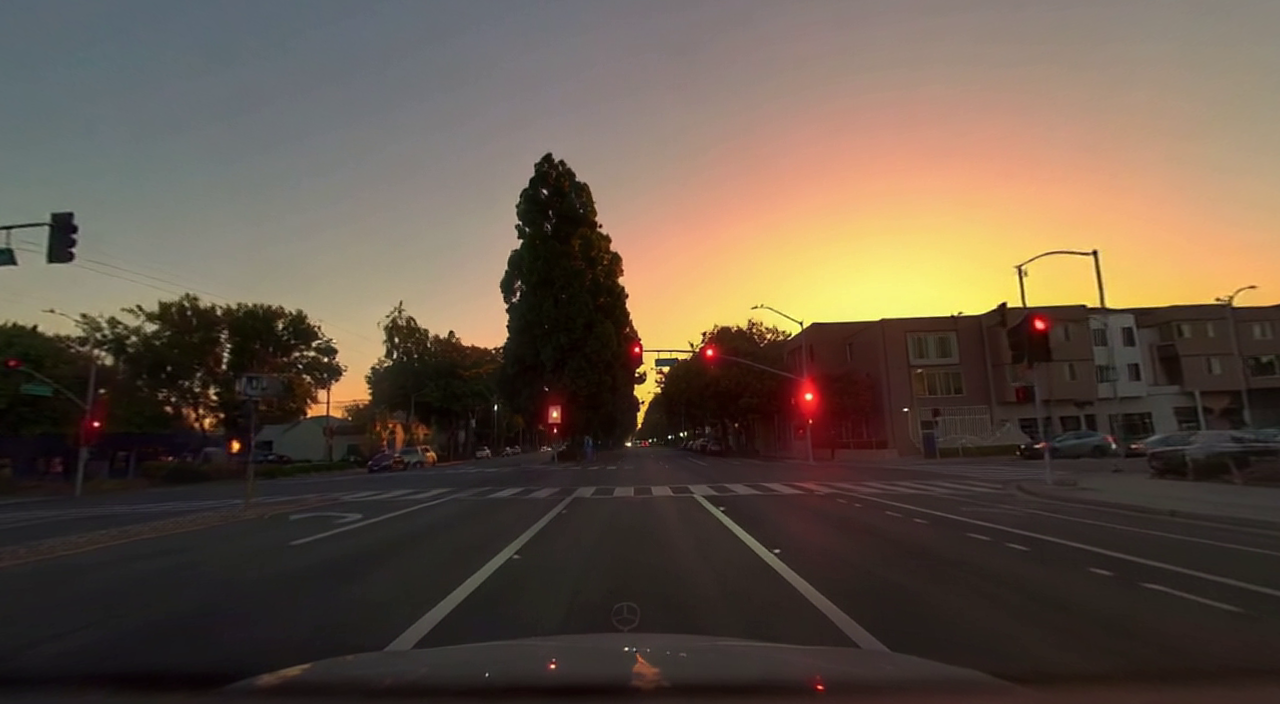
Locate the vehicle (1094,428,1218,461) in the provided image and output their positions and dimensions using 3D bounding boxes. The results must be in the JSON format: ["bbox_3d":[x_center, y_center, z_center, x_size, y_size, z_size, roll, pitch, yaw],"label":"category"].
[{"bbox_3d":[27.301,4.901,33.510,4.910,1.644,2.032,0,-8,-4],"label":"vehicle"}]

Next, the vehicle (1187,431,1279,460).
[{"bbox_3d":[32.696,4.969,33.777,4.664,1.358,1.997,-4,-8,11],"label":"vehicle"}]

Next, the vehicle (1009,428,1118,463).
[{"bbox_3d":[22.057,4.879,33.032,4.323,1.746,1.872,0,-8,-3],"label":"vehicle"}]
